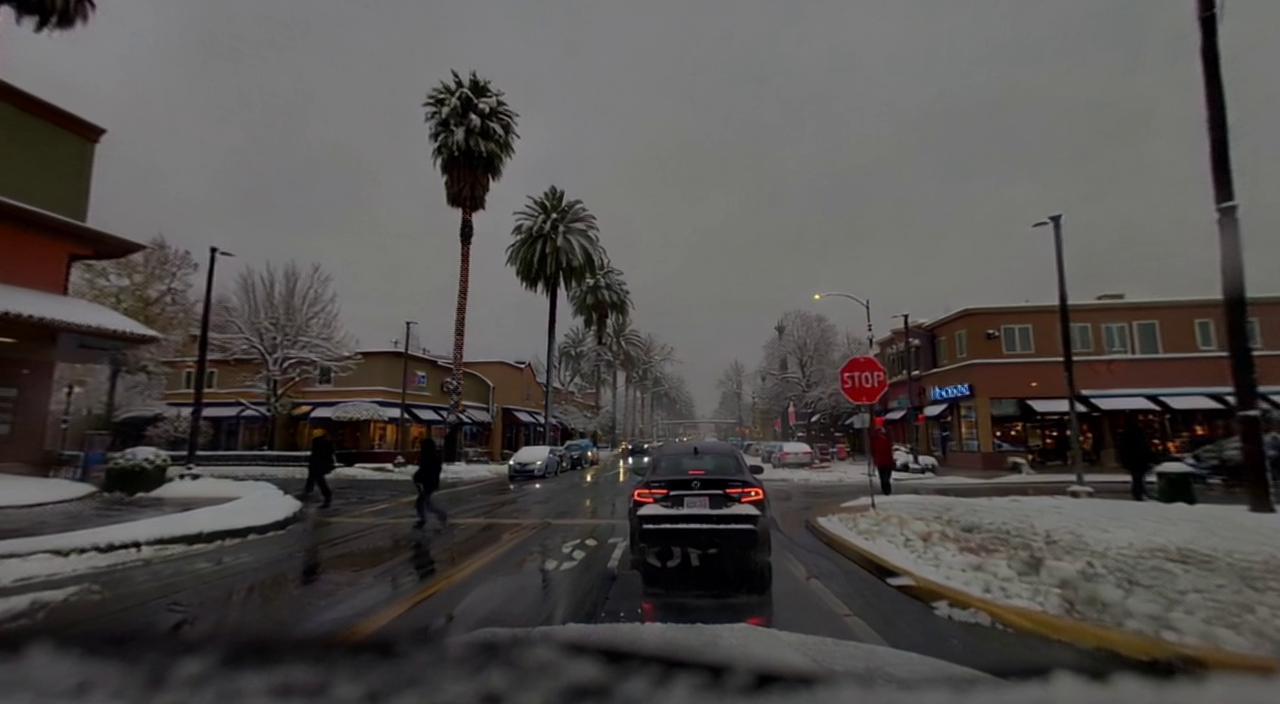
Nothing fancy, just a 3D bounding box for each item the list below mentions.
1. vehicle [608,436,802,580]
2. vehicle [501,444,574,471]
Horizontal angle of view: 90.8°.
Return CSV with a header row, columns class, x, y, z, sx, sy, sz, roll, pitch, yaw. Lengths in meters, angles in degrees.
class,x,y,z,sx,sy,sz,roll,pitch,yaw
vehicle,0.860,1.946,8.701,2.031,1.479,3.969,-1,-9,6
vehicle,-6.918,7.127,42.866,4.529,1.682,1.895,6,-11,-37
